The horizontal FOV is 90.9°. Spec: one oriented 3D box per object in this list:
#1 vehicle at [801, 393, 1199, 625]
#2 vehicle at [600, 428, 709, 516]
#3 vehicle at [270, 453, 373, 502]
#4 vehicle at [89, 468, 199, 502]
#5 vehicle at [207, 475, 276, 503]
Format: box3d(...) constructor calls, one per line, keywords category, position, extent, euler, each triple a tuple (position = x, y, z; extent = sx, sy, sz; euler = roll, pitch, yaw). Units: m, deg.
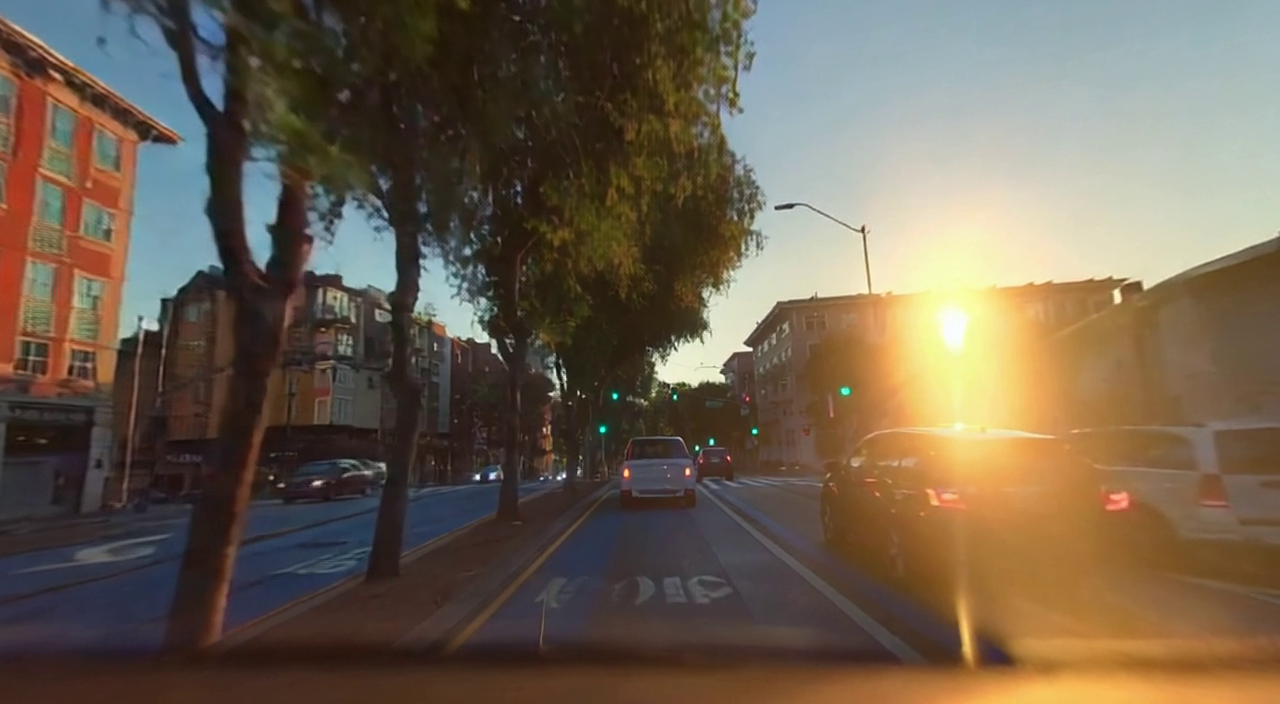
box3d(category="vehicle", position=(3.262, 1.520, 6.916), extent=(1.939, 1.746, 4.091), euler=(0, -9, 1))
box3d(category="vehicle", position=(0.319, 2.758, 14.883), extent=(2.209, 1.748, 4.130), euler=(0, -9, 1))
box3d(category="vehicle", position=(-13.598, 5.343, 27.297), extent=(1.914, 1.889, 4.585), euler=(-1, -9, 2))
box3d(category="vehicle", position=(-28.917, 7.755, 36.876), extent=(4.558, 1.818, 2.120), euler=(0, -9, 1))
box3d(category="vehicle", position=(-27.207, 9.352, 43.140), extent=(3.416, 1.466, 1.840), euler=(3, -6, 0))
